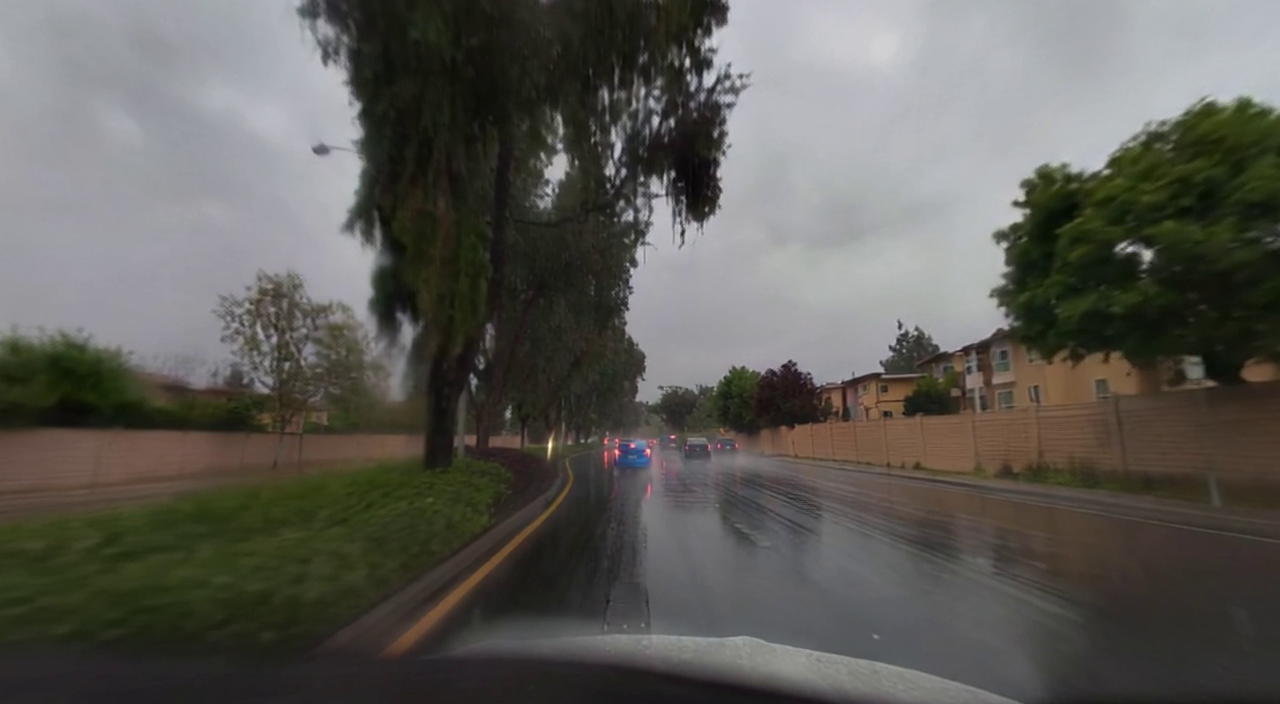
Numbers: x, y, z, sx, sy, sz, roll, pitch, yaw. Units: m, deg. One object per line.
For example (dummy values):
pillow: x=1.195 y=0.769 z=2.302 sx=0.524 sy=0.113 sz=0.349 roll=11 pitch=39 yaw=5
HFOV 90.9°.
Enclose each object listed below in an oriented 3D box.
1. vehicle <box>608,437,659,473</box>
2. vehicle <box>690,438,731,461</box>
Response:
vehicle: x=-0.266 y=4.532 z=27.973 sx=2.102 sy=1.481 sz=3.907 roll=0 pitch=-8 yaw=0
vehicle: x=4.779 y=6.689 z=43.395 sx=2.067 sy=1.514 sz=4.188 roll=0 pitch=-8 yaw=-4
